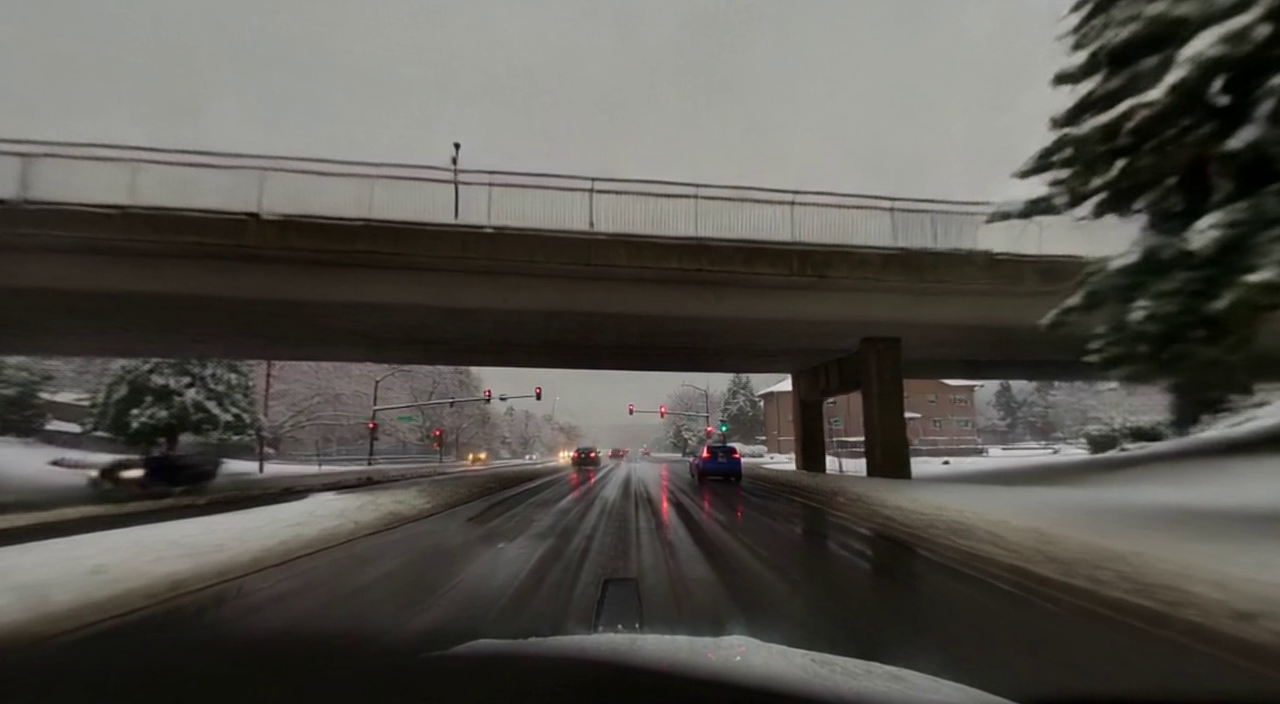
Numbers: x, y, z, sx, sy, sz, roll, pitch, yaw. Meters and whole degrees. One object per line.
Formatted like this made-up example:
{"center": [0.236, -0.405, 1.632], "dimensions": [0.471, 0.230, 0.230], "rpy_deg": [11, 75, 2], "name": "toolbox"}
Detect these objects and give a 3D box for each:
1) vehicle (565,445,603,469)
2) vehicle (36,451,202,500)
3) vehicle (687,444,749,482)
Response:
{"center": [-3.736, 7.032, 42.590], "dimensions": [2.060, 1.484, 4.417], "rpy_deg": [0, -8, 1], "name": "vehicle"}
{"center": [-18.283, 4.314, 22.552], "dimensions": [2.003, 1.494, 4.580], "rpy_deg": [0, -8, 0], "name": "vehicle"}
{"center": [3.315, 4.805, 27.713], "dimensions": [2.068, 1.497, 4.247], "rpy_deg": [0, -8, -1], "name": "vehicle"}
